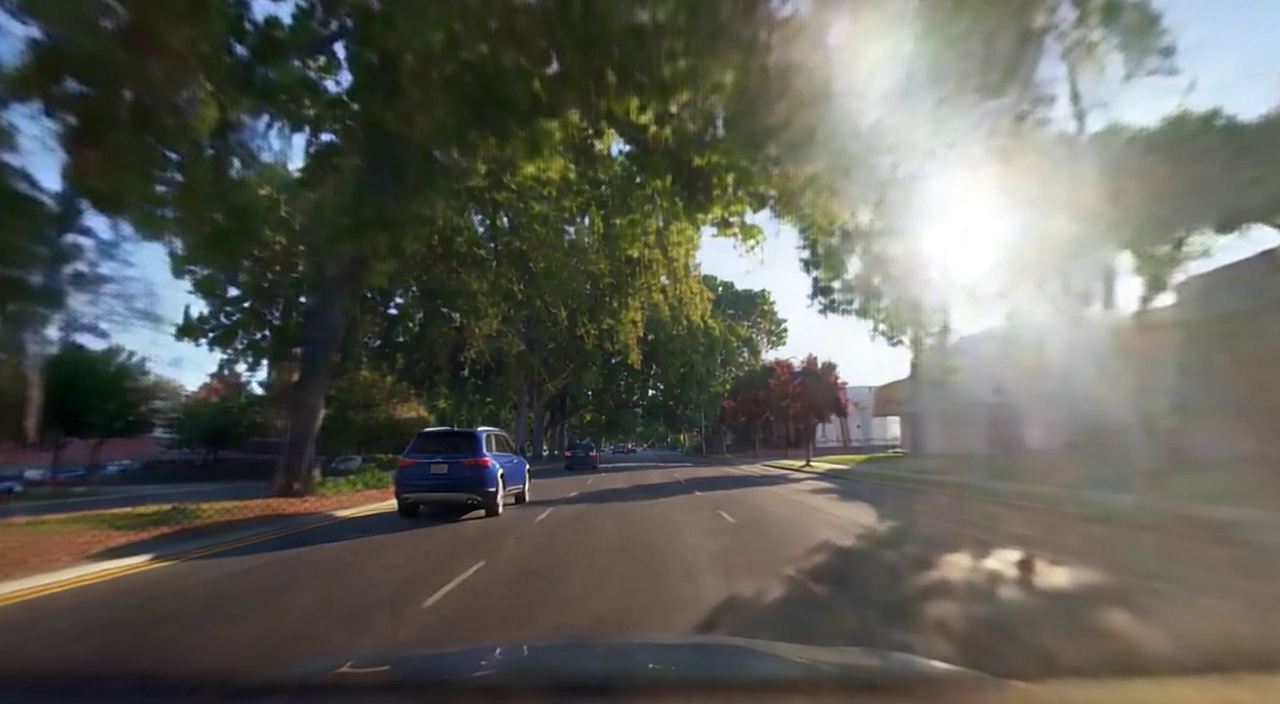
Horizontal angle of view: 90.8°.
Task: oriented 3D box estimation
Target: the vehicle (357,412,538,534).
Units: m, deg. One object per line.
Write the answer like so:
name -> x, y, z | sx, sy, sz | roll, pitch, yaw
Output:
vehicle -> -3.260, 2.157, 11.787 | 2.042, 1.817, 4.364 | 0, -8, -1

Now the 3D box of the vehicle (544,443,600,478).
vehicle -> -3.052, 4.946, 29.210 | 2.069, 1.470, 4.601 | 0, -8, 0

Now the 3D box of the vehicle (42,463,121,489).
vehicle -> -38.441, 8.516, 43.630 | 1.796, 1.496, 4.410 | 1, -9, -8
